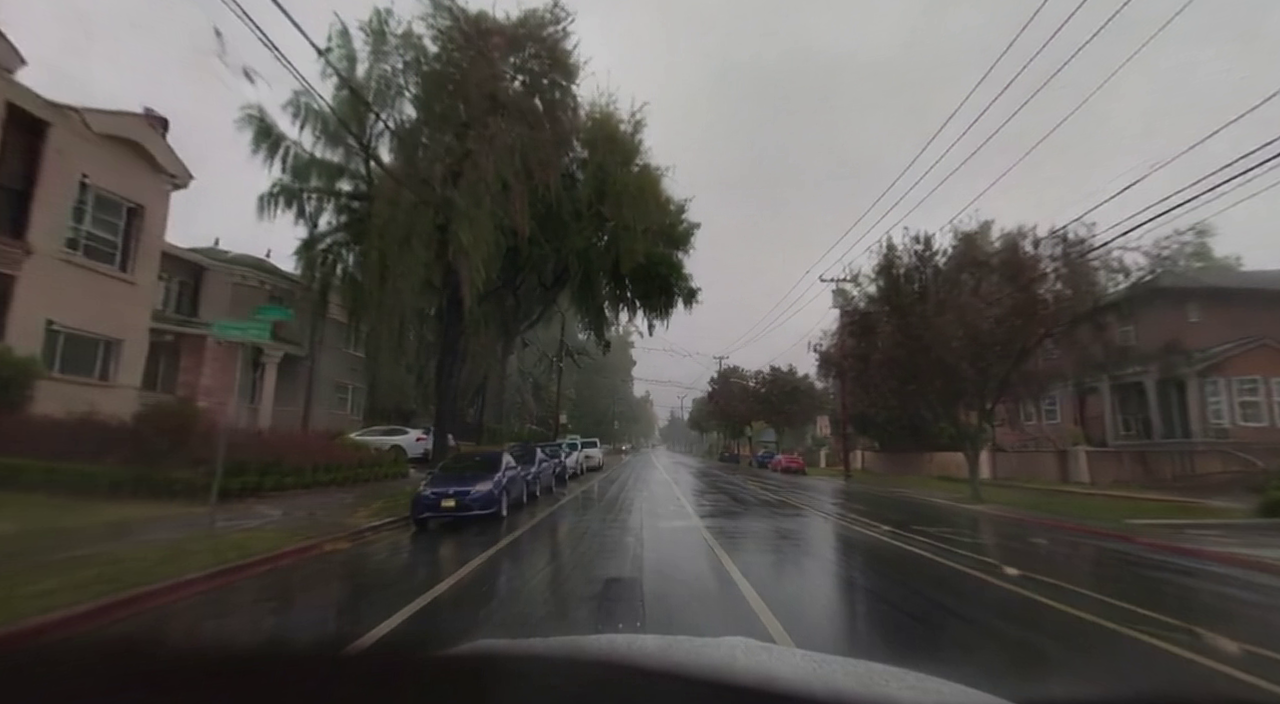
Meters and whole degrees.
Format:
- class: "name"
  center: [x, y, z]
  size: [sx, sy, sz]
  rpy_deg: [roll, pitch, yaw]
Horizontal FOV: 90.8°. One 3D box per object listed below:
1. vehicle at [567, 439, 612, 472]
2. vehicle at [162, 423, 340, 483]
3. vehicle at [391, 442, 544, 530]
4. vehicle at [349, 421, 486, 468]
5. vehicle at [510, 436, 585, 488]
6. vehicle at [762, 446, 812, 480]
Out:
- class: "vehicle"
  center: [-3.099, 6.527, 40.088]
  size: [2.290, 1.924, 5.536]
  rpy_deg: [-1, -9, 1]
- class: "vehicle"
  center: [-11.983, 3.122, 19.719]
  size: [4.156, 1.562, 2.011]
  rpy_deg: [3, -8, 0]
- class: "vehicle"
  center: [-3.473, 2.787, 13.818]
  size: [1.917, 1.516, 4.898]
  rpy_deg: [-2, -9, 1]
- class: "vehicle"
  center: [-11.629, 4.914, 33.451]
  size: [6.180, 2.011, 2.493]
  rpy_deg: [3, -8, 1]
- class: "vehicle"
  center: [-3.414, 4.200, 24.420]
  size: [2.127, 1.737, 4.961]
  rpy_deg: [-1, -9, 0]
- class: "vehicle"
  center: [9.838, 7.461, 42.722]
  size: [2.156, 1.882, 4.790]
  rpy_deg: [7, -9, 2]
